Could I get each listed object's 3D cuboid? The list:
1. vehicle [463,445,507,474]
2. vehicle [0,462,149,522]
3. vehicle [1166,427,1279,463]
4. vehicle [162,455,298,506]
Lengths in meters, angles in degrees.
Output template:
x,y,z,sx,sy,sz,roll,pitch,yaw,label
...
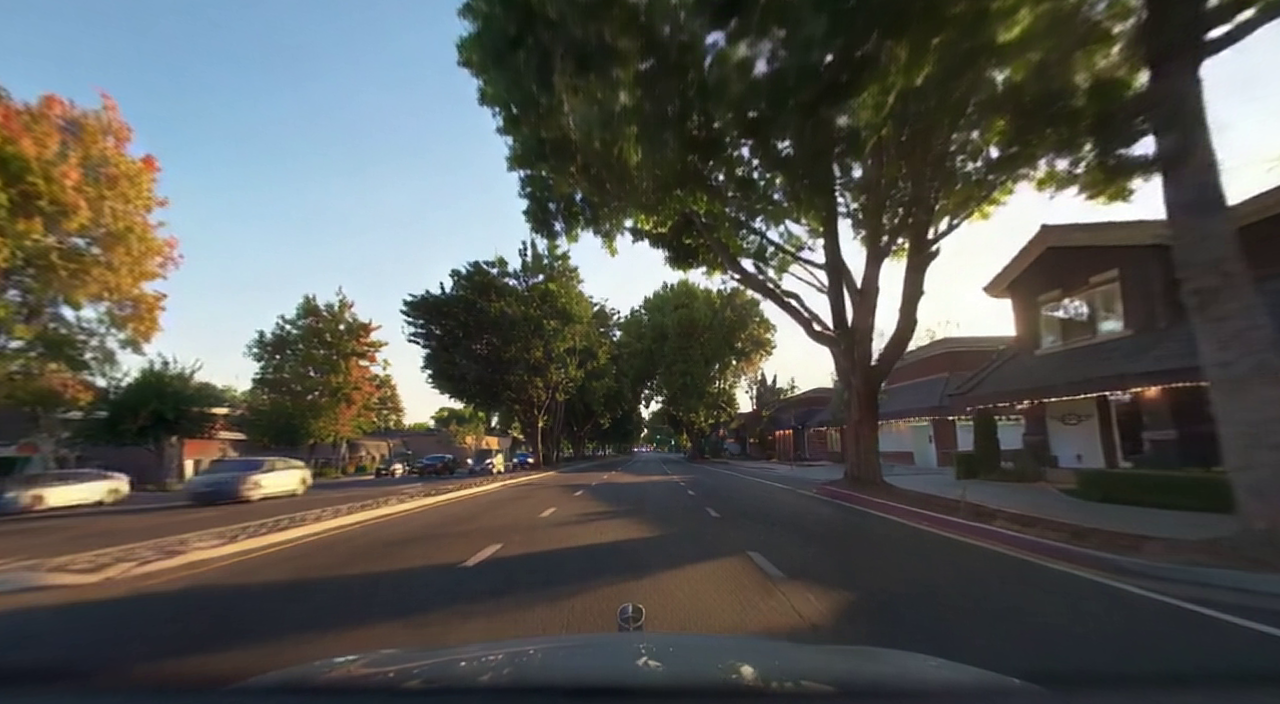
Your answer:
x,y,z,sx,sy,sz,roll,pitch,yaw,label
-10.157,7.056,41.622,2.012,1.756,4.268,-1,-9,-3,vehicle
-18.018,4.253,19.454,1.945,1.486,4.652,-4,-9,1,vehicle
25.921,3.982,26.893,4.942,1.435,1.987,-5,-10,28,vehicle
-14.481,4.531,22.639,1.963,1.487,4.331,-3,-9,1,vehicle
